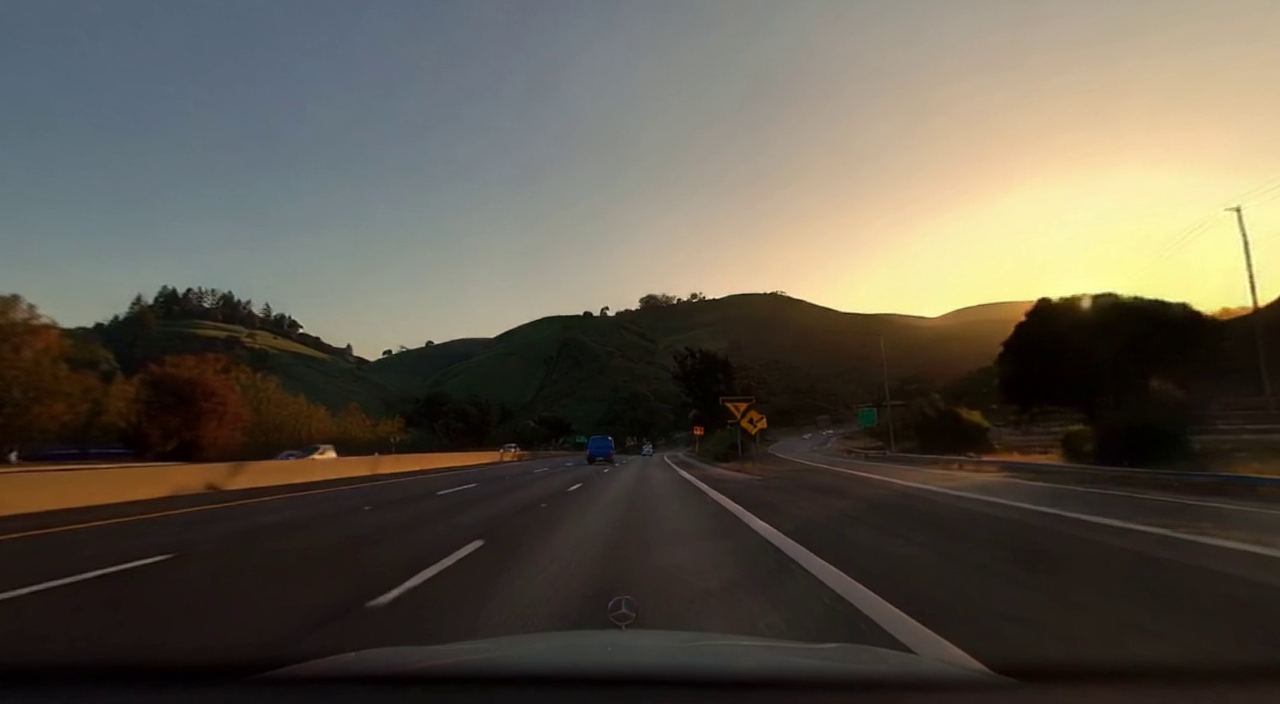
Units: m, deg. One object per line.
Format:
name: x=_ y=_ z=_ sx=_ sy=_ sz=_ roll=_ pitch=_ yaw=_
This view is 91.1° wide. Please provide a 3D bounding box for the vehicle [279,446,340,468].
vehicle: x=-25.798 y=8.176 z=49.228 sx=1.964 sy=1.621 sz=5.002 roll=0 pitch=-8 yaw=1
